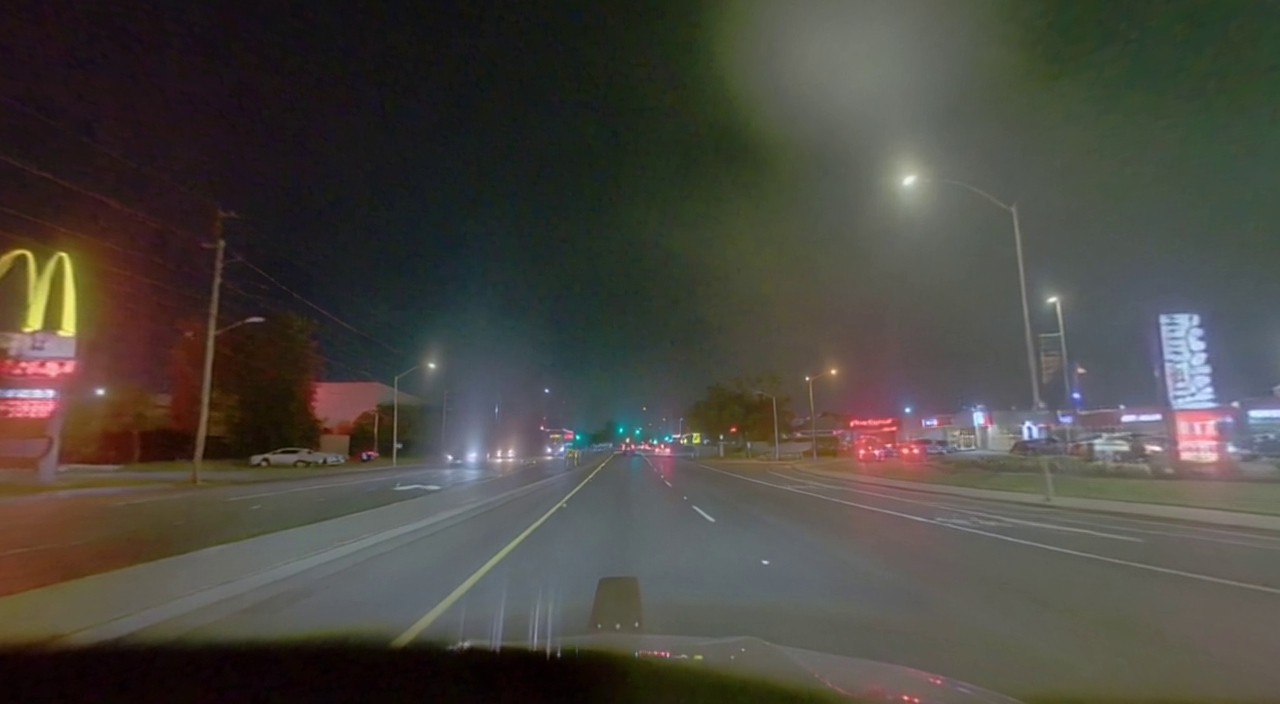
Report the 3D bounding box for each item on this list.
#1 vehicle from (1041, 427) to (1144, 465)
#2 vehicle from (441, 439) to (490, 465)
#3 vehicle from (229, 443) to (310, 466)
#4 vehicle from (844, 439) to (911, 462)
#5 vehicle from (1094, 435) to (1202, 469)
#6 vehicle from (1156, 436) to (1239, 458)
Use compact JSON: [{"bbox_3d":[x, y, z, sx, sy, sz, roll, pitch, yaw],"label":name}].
[{"bbox_3d":[24.556,5.158,34.550,2.136,1.872,4.695,-1,-9,2],"label":"vehicle"},{"bbox_3d":[-12.944,7.481,47.300,2.057,1.795,5.300,0,-9,1],"label":"vehicle"},{"bbox_3d":[-28.899,8.022,49.433,4.886,1.698,2.224,0,-9,-3],"label":"vehicle"},{"bbox_3d":[17.700,7.366,47.184,4.264,1.428,1.822,-3,-10,4],"label":"vehicle"},{"bbox_3d":[27.283,5.359,34.157,2.066,1.655,4.485,-2,-8,1],"label":"vehicle"},{"bbox_3d":[40.393,6.921,45.945,1.986,1.538,4.484,0,-8,2],"label":"vehicle"}]
